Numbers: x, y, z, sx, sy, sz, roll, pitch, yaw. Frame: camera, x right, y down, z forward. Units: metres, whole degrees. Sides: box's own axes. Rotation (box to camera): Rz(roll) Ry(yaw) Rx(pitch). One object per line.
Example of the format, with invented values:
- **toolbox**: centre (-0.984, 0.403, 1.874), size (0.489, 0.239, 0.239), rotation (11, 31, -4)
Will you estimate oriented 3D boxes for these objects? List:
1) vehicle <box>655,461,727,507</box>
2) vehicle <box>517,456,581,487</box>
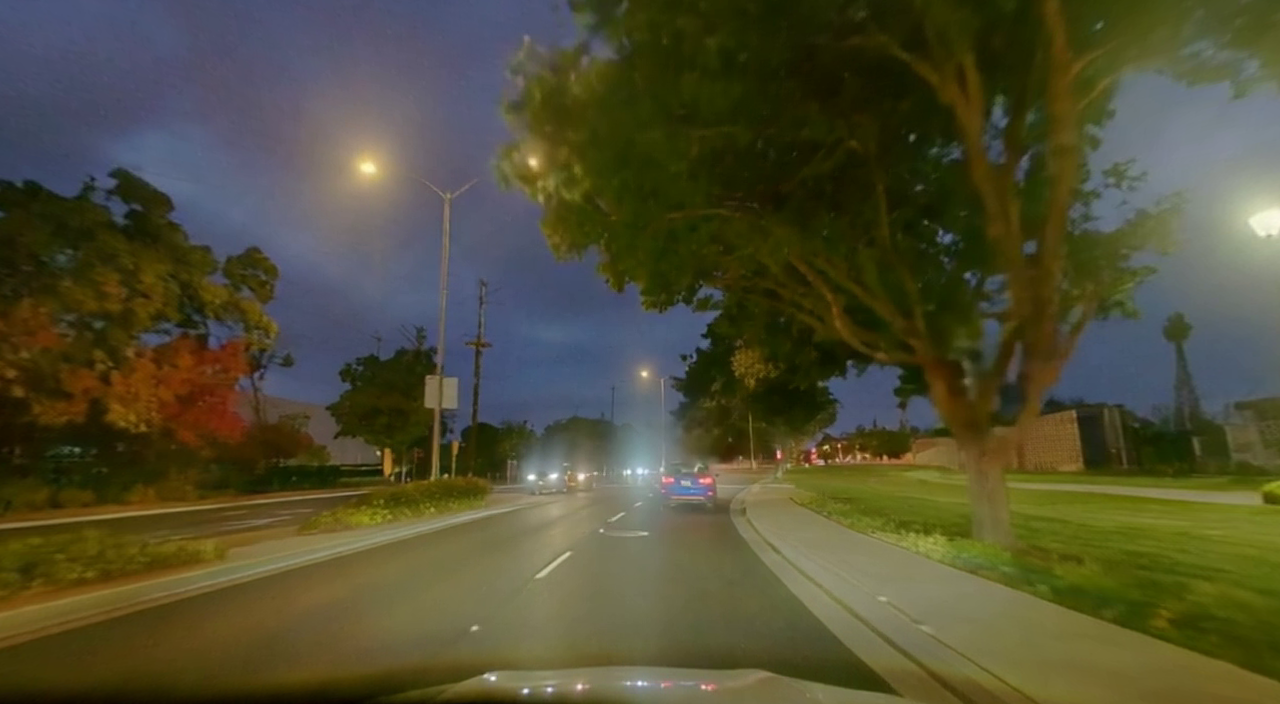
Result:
- **vehicle**: centre (1.791, 4.257, 20.596), size (1.972, 1.250, 5.282), rotation (-1, -11, 9)
- **vehicle**: centre (-4.722, 6.347, 33.511), size (1.870, 1.518, 4.390), rotation (-2, -11, 13)
